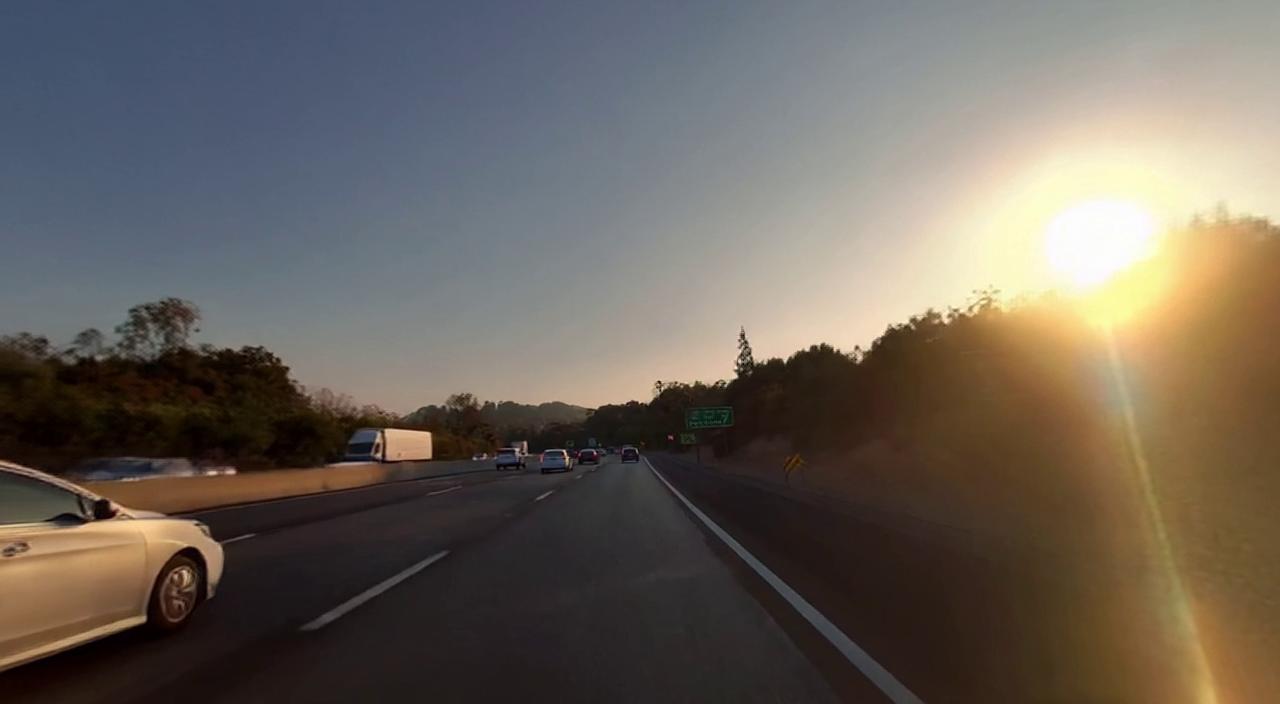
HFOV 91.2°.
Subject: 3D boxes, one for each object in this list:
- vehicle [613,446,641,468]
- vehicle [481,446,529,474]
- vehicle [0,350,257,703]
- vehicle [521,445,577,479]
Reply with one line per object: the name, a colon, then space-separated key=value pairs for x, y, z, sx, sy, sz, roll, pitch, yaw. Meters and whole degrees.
vehicle: x=-0.955 y=7.723 z=46.241 sx=2.023 sy=1.479 sz=3.718 roll=0 pitch=-9 yaw=-1
vehicle: x=-7.869 y=6.320 z=36.785 sx=1.936 sy=1.516 sz=3.904 roll=0 pitch=-9 yaw=0
vehicle: x=-4.066 y=0.838 z=2.613 sx=2.074 sy=1.779 sz=4.588 roll=0 pitch=-9 yaw=-1
vehicle: x=-4.180 y=5.121 z=29.411 sx=1.988 sy=1.477 sz=4.118 roll=0 pitch=-9 yaw=0
